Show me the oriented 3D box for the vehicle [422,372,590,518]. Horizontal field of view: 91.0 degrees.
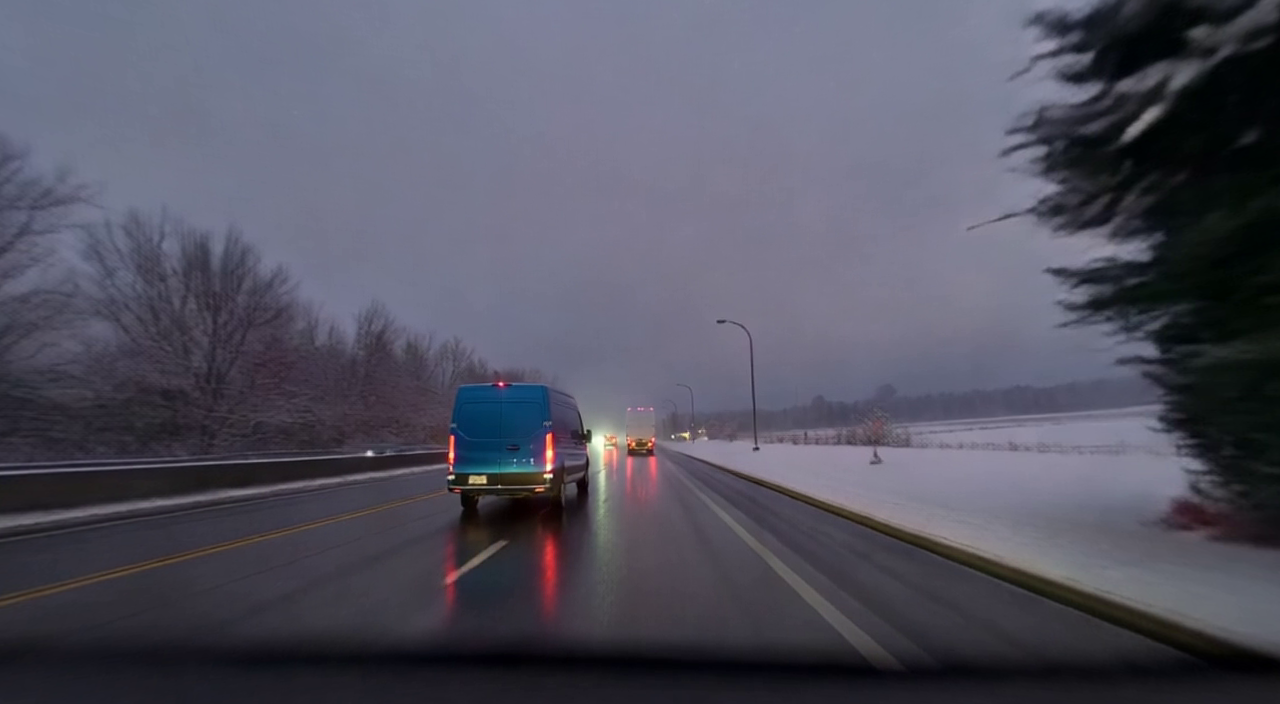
[{"bbox_3d":[-2.659,2.122,14.482,2.497,2.628,6.016,0,-8,0],"label":"vehicle"}]
